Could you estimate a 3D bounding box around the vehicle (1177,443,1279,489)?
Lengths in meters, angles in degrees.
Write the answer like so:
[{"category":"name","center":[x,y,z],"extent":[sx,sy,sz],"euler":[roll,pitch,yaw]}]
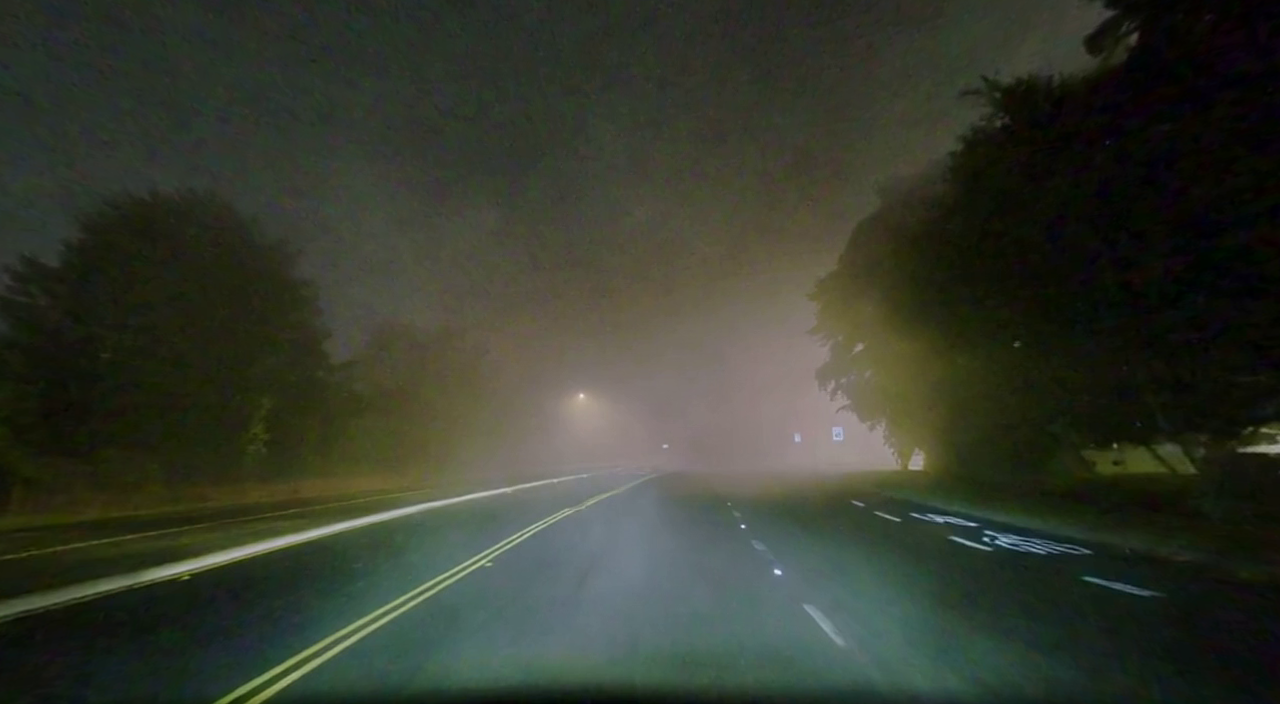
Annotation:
[{"category":"vehicle","center":[20.876,3.780,21.001],"extent":[4.403,1.429,1.675],"euler":[0,-10,1]}]
